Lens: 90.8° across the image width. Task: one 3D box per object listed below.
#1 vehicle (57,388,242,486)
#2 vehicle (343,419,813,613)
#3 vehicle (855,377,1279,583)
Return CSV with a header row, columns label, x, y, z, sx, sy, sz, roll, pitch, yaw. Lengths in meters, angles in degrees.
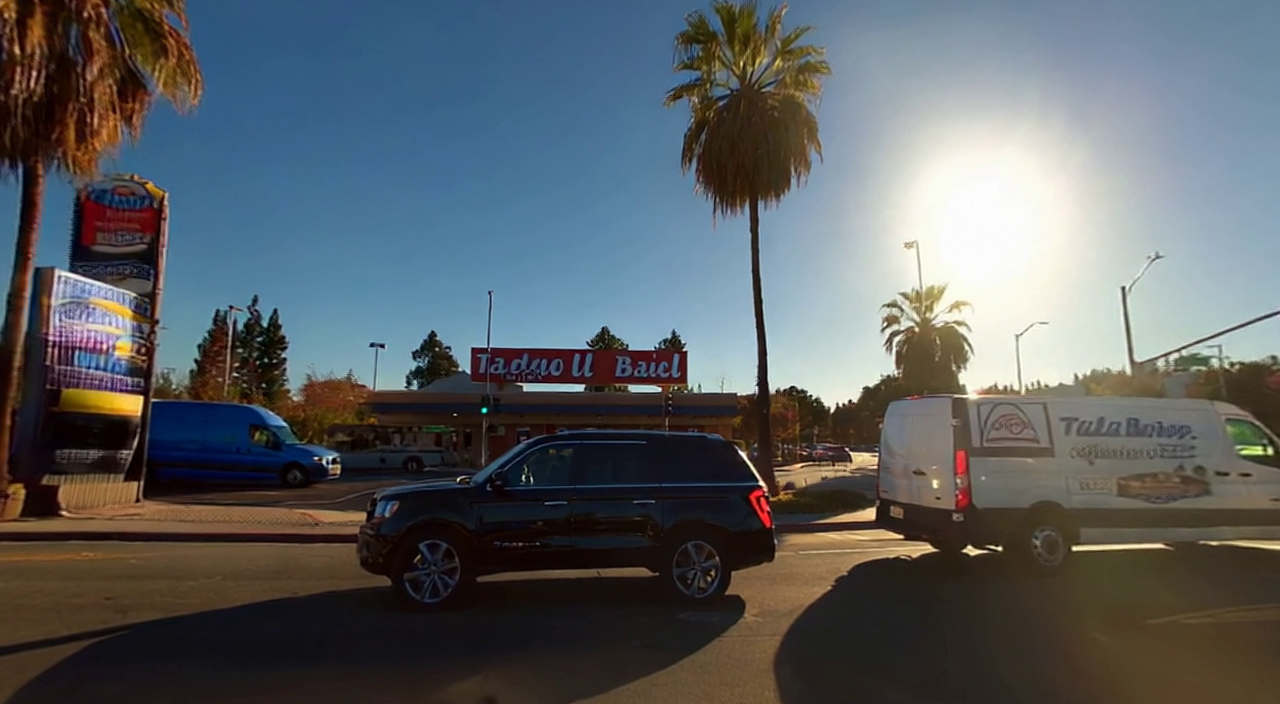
label,x,y,z,sx,sy,sz,roll,pitch,yaw
vehicle,-22.250,4.003,29.438,3.034,3.929,7.699,1,-9,-7
vehicle,-0.636,1.699,7.217,4.493,1.728,2.137,1,-9,-10
vehicle,6.423,1.612,8.504,6.246,2.202,2.277,1,-9,-9
